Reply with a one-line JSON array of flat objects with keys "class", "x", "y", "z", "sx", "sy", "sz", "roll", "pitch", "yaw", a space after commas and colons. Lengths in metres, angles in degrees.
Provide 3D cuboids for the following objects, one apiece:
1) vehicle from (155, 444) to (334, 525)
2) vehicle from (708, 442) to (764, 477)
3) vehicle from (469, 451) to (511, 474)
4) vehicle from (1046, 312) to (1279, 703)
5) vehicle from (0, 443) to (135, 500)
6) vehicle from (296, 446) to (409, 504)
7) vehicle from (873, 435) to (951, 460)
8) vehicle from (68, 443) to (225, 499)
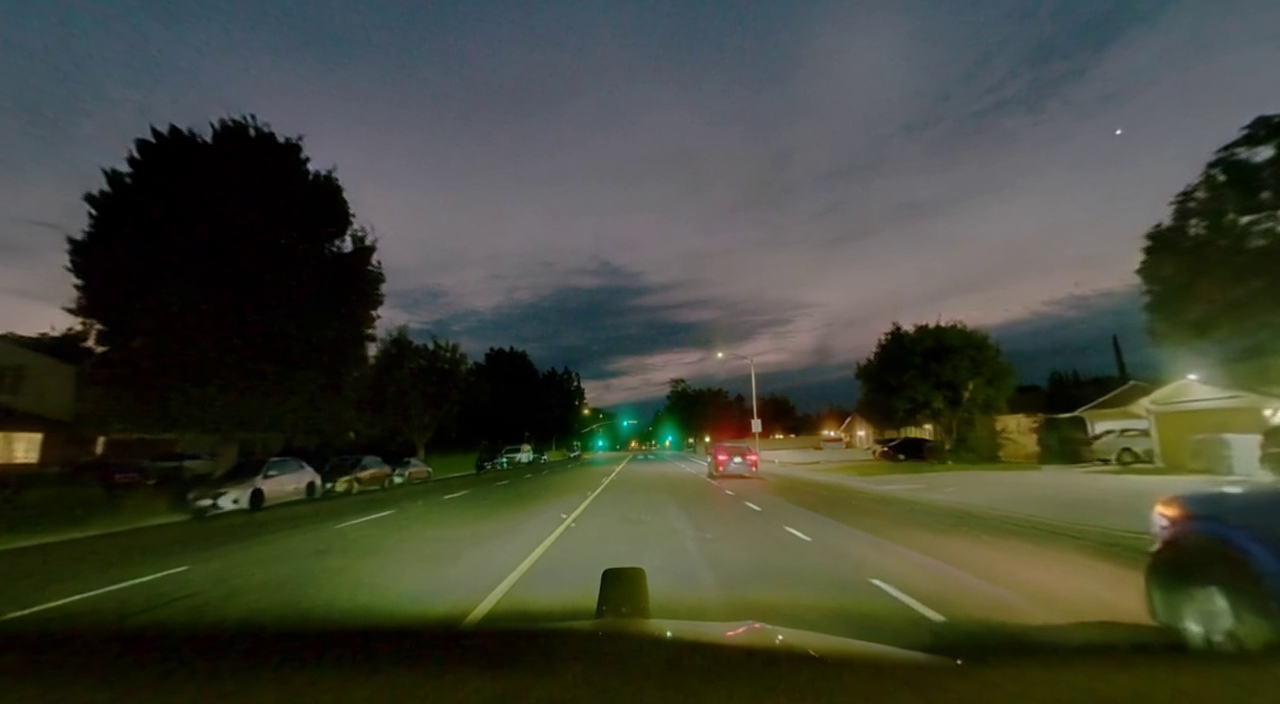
[{"class": "vehicle", "x": -10.709, "y": 3.556, "z": 17.596, "sx": 2.083, "sy": 1.791, "sz": 4.585, "roll": -5, "pitch": -9, "yaw": 0}, {"class": "vehicle", "x": 4.398, "y": 4.989, "z": 29.512, "sx": 1.956, "sy": 1.492, "sz": 4.425, "roll": 0, "pitch": -9, "yaw": 0}, {"class": "vehicle", "x": -10.495, "y": 7.746, "z": 44.417, "sx": 1.829, "sy": 1.441, "sz": 4.355, "roll": 0, "pitch": -9, "yaw": 0}, {"class": "vehicle", "x": 4.027, "y": 0.558, "z": 1.284, "sx": 2.497, "sy": 1.889, "sz": 5.833, "roll": 0, "pitch": -9, "yaw": 0}, {"class": "vehicle", "x": -20.416, "y": 4.146, "z": 22.072, "sx": 1.918, "sy": 1.767, "sz": 4.063, "roll": -3, "pitch": -9, "yaw": 3}, {"class": "vehicle", "x": -10.586, "y": 4.501, "z": 23.614, "sx": 2.231, "sy": 1.736, "sz": 4.630, "roll": -4, "pitch": -8, "yaw": -3}, {"class": "vehicle", "x": 17.630, "y": 6.214, "z": 40.986, "sx": 4.065, "sy": 1.557, "sz": 2.107, "roll": 0, "pitch": -9, "yaw": -1}, {"class": "vehicle", "x": -17.544, "y": 4.212, "z": 22.753, "sx": 1.914, "sy": 1.792, "sz": 4.470, "roll": -1, "pitch": -9, "yaw": 2}]
